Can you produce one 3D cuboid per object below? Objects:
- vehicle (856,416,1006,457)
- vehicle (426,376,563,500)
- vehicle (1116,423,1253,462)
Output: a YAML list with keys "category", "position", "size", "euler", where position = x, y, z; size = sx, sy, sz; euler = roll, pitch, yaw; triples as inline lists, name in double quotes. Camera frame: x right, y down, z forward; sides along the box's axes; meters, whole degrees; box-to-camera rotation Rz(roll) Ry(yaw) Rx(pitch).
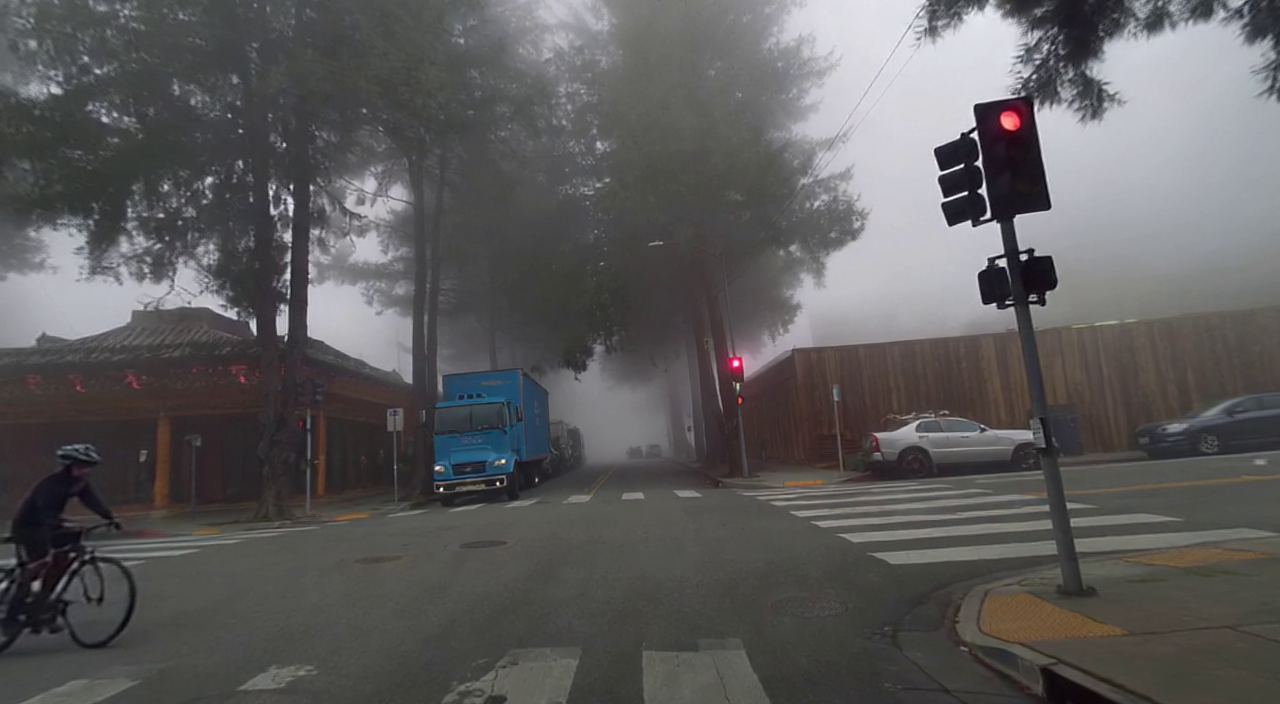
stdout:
- category: "vehicle"
  position: [10.678, 3.143, 23.424]
  size: [4.643, 1.456, 1.820]
  euler: [-1, -8, 5]
- category: "vehicle"
  position: [-5.738, 3.725, 27.166]
  size: [3.113, 4.041, 10.284]
  euler: [-6, -8, 0]
- category: "vehicle"
  position: [24.944, 4.161, 29.020]
  size: [4.268, 1.695, 2.053]
  euler: [0, -8, 3]
